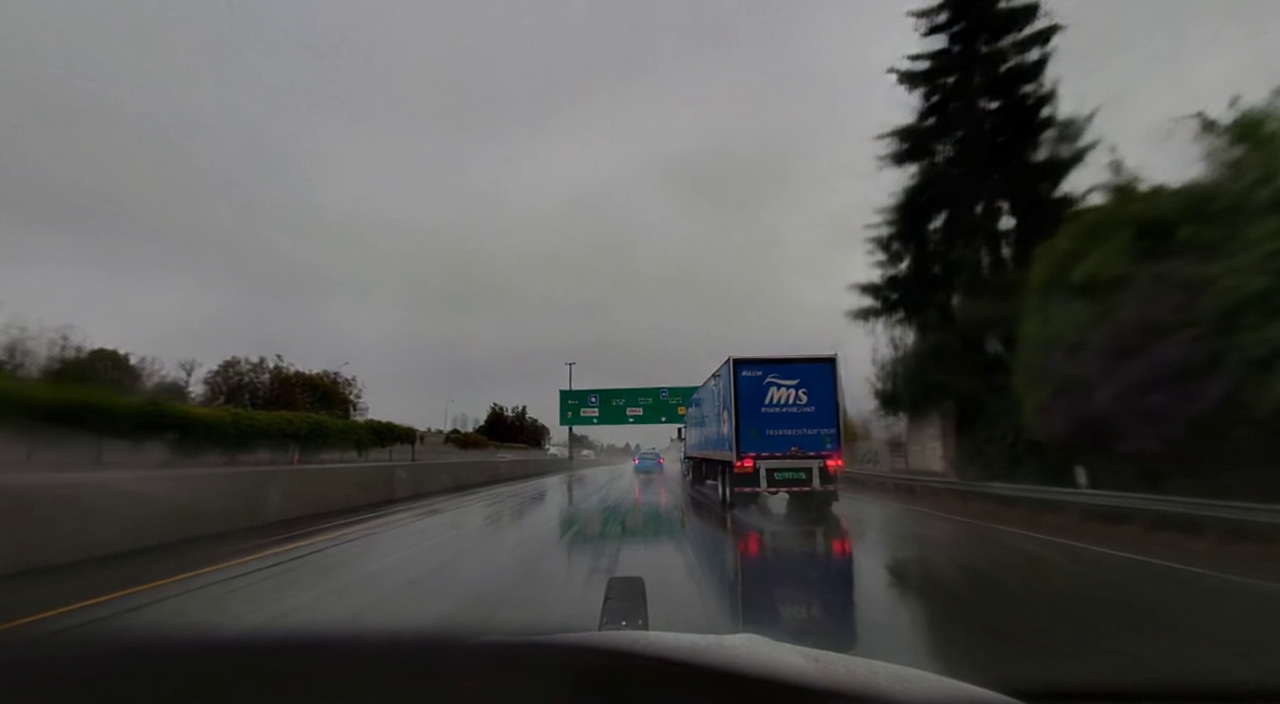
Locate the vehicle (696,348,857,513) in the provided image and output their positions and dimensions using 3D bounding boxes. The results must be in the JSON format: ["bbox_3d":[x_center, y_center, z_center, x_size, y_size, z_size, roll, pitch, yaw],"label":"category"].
[{"bbox_3d":[3.995,3.015,22.812,3.002,4.104,14.174,0,-9,1],"label":"vehicle"}]

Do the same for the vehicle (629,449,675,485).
[{"bbox_3d":[0.583,5.552,30.726,2.121,1.642,3.828,0,-9,1],"label":"vehicle"}]
